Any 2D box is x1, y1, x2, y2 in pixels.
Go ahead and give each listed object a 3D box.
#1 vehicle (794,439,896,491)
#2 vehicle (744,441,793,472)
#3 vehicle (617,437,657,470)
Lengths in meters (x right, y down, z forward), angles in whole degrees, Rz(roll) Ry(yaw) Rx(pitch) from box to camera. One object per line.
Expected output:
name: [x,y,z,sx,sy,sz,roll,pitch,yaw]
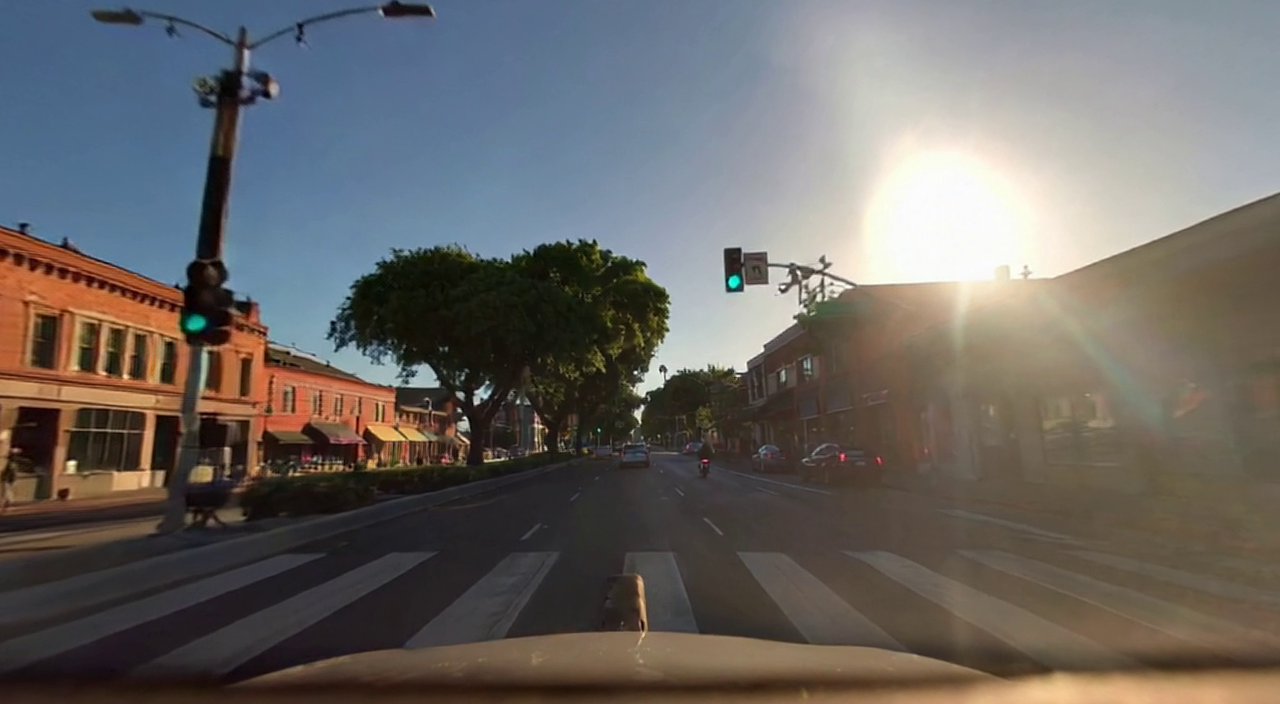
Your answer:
vehicle: [6.886,3.810,21.713,2.069,1.590,4.066,0,-8,-1]
vehicle: [7.044,5.759,35.025,1.785,1.586,3.896,0,-8,-1]
vehicle: [-0.229,5.947,37.186,2.223,1.775,4.250,0,-8,-2]
